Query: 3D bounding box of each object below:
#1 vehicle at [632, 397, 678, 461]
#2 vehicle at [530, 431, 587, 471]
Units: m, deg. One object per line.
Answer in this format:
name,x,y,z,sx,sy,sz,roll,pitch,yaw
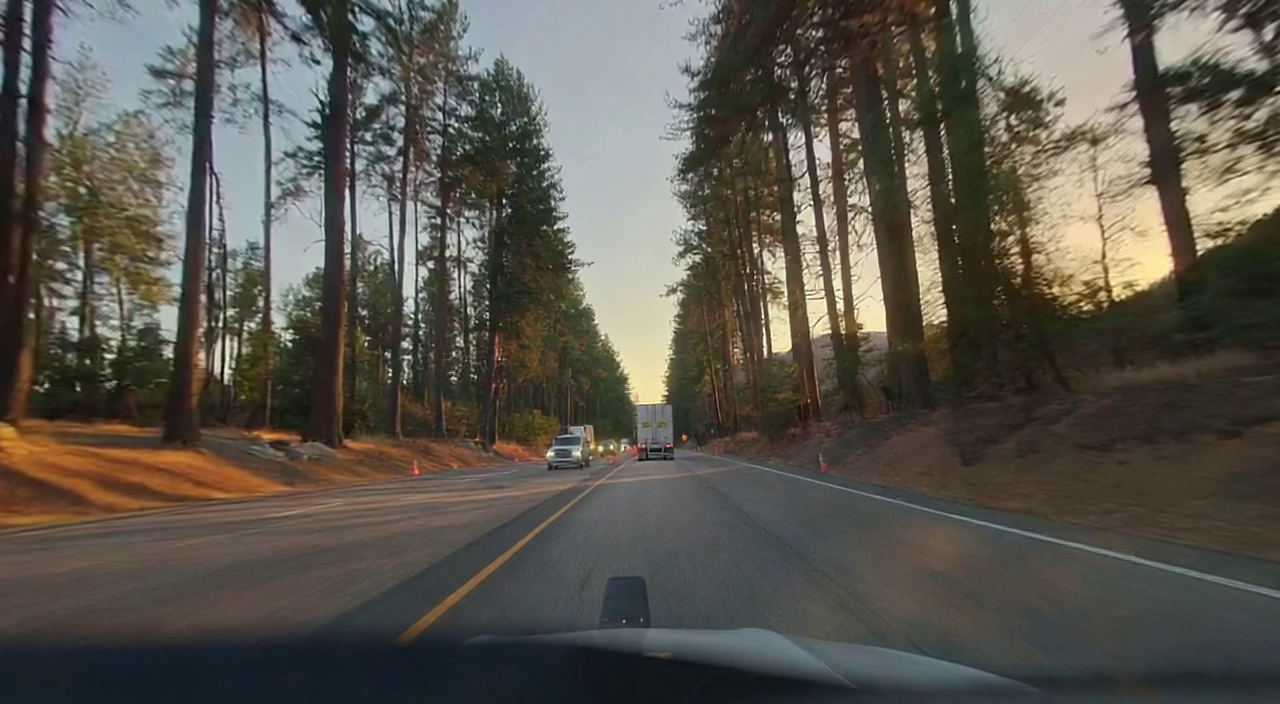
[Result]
vehicle,0.884,5.716,45.719,2.935,4.068,11.036,0,-8,-1
vehicle,-4.572,5.718,36.575,2.303,2.069,6.364,0,-8,2
